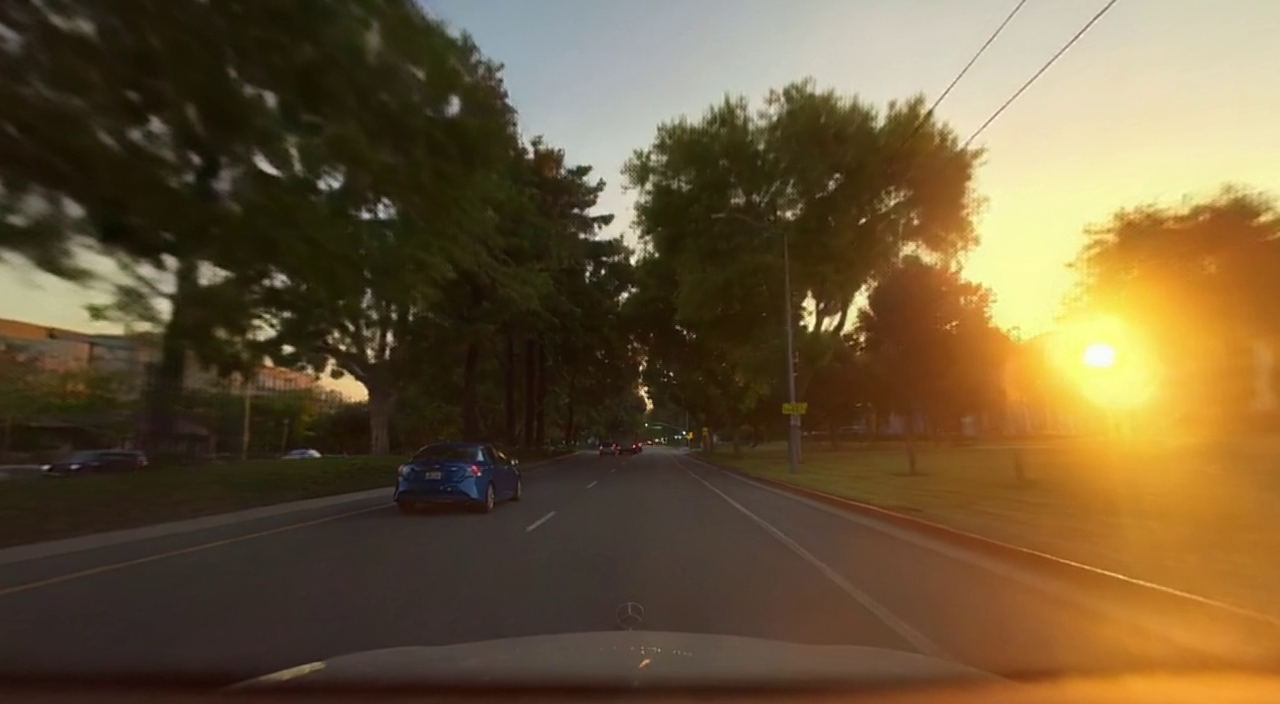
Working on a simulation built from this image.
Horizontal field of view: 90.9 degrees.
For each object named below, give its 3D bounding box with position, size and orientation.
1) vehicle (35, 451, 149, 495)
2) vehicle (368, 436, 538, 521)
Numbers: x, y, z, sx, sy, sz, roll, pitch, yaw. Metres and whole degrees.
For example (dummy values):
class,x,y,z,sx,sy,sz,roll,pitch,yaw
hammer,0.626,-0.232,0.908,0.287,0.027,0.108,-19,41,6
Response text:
class,x,y,z,sx,sy,sz,roll,pitch,yaw
vehicle,-31.819,6.988,36.863,2.223,1.991,5.316,-5,-7,-4
vehicle,-3.625,2.525,13.240,2.033,1.454,4.512,-1,-8,2
